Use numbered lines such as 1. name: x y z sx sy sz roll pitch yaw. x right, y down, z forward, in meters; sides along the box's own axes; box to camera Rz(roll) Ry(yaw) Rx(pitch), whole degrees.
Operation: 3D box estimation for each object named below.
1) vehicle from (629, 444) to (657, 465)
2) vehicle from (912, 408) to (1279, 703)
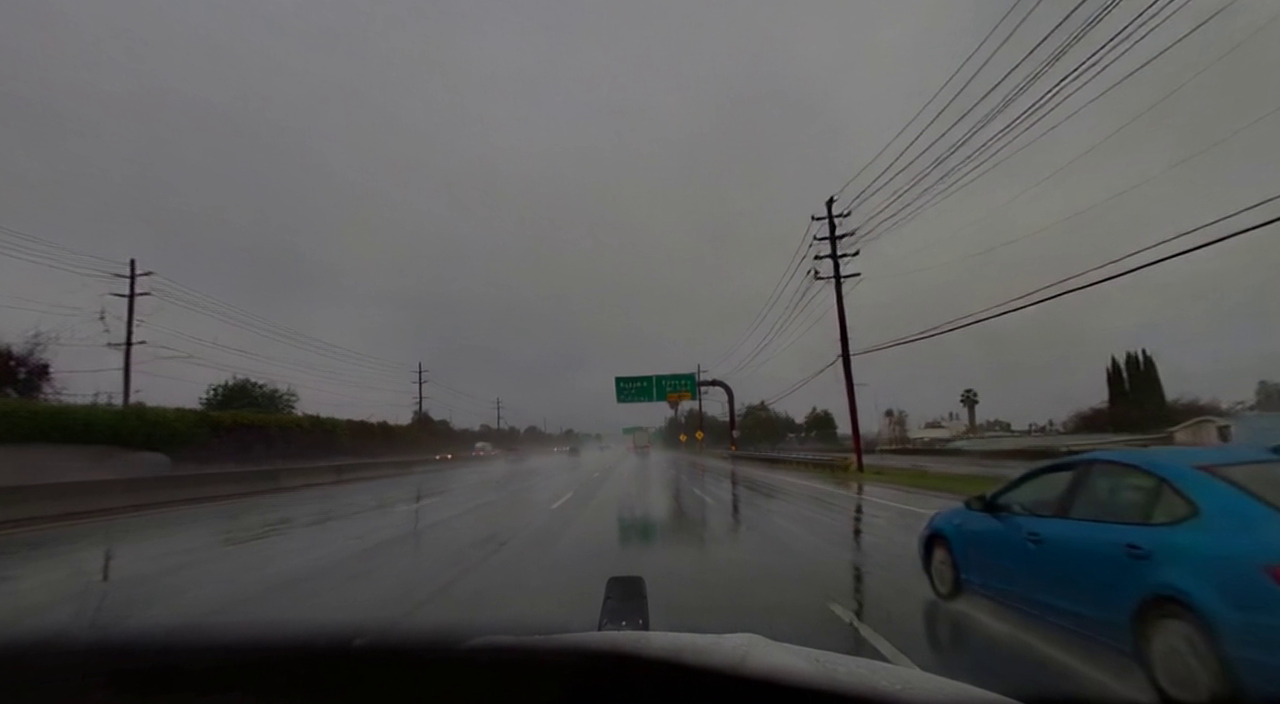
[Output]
1. vehicle: 0.215 7.806 48.227 2.036 1.474 3.969 0 -8 0
2. vehicle: 3.502 1.134 3.431 2.060 1.526 4.387 0 -8 0
